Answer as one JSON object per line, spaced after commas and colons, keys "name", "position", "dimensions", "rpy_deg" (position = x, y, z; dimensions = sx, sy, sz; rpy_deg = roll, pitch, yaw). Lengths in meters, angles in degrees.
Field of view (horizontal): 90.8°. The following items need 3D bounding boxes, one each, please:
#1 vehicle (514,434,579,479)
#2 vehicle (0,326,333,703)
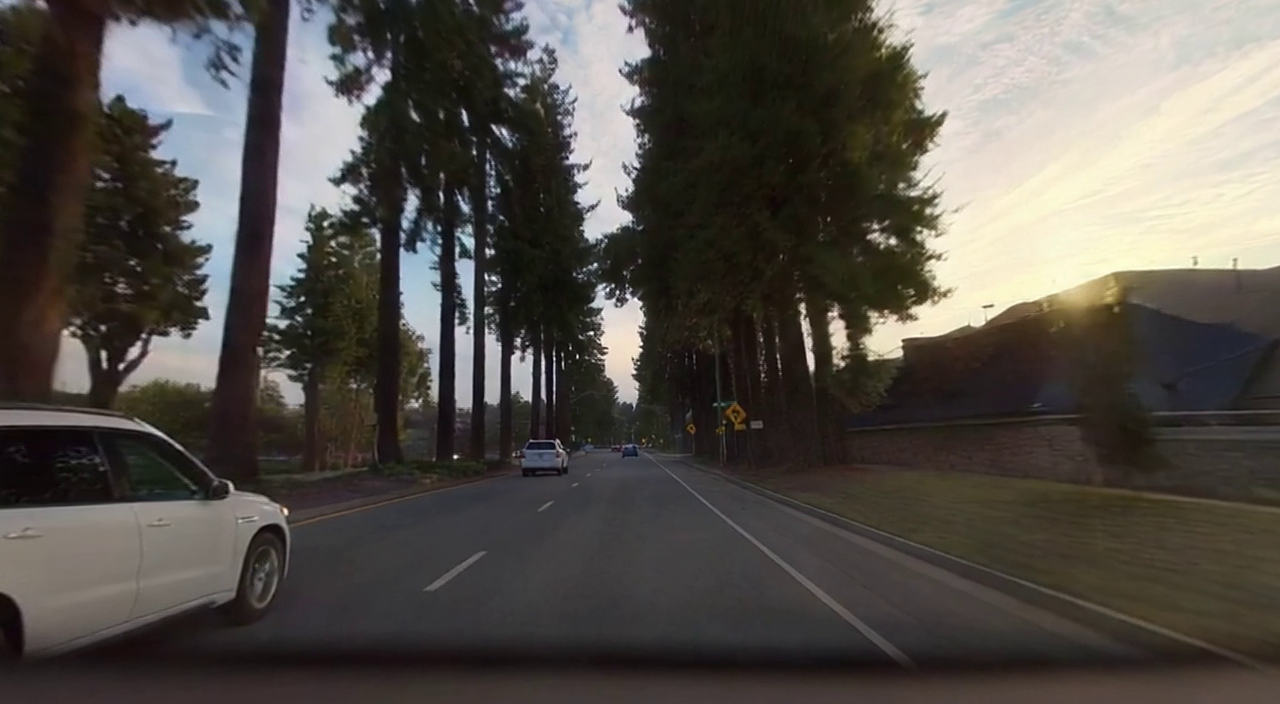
{"name": "vehicle", "position": [-3.881, 4.422, 26.972], "dimensions": [2.078, 1.748, 4.279], "rpy_deg": [0, -8, 0]}
{"name": "vehicle", "position": [-3.527, 0.843, 2.851], "dimensions": [2.152, 1.731, 4.335], "rpy_deg": [0, -8, -1]}
